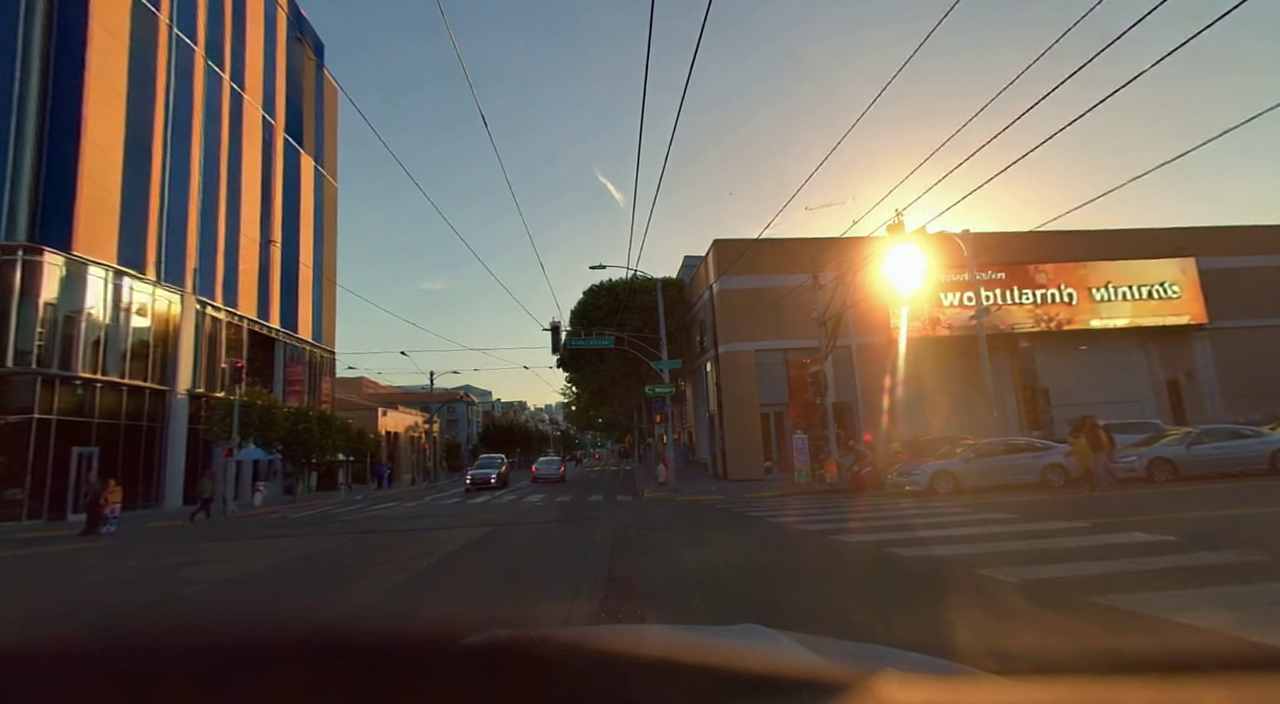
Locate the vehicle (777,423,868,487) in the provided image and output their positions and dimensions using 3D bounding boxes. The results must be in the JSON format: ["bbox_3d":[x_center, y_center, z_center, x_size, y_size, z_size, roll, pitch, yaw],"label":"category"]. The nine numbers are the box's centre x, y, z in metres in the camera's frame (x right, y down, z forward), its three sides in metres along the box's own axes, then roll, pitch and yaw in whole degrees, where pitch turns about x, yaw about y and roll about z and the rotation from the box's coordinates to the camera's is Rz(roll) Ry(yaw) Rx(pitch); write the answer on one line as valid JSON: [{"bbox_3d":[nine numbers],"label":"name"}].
[{"bbox_3d":[7.477,4.208,26.436,2.316,2.425,4.466,1,-7,-2],"label":"vehicle"}]

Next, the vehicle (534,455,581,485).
[{"bbox_3d":[-4.574,6.577,35.523,1.797,1.490,4.549,0,-9,3],"label":"vehicle"}]

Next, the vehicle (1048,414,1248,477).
[{"bbox_3d":[16.681,3.103,20.915,4.944,1.946,1.952,1,-9,-3],"label":"vehicle"}]

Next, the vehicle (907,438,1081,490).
[{"bbox_3d":[11.318,3.587,20.365,4.697,1.510,1.596,0,-9,-5],"label":"vehicle"}]

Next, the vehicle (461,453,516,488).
[{"bbox_3d":[-8.552,6.691,36.015,2.121,1.792,4.510,0,-9,-2],"label":"vehicle"}]
